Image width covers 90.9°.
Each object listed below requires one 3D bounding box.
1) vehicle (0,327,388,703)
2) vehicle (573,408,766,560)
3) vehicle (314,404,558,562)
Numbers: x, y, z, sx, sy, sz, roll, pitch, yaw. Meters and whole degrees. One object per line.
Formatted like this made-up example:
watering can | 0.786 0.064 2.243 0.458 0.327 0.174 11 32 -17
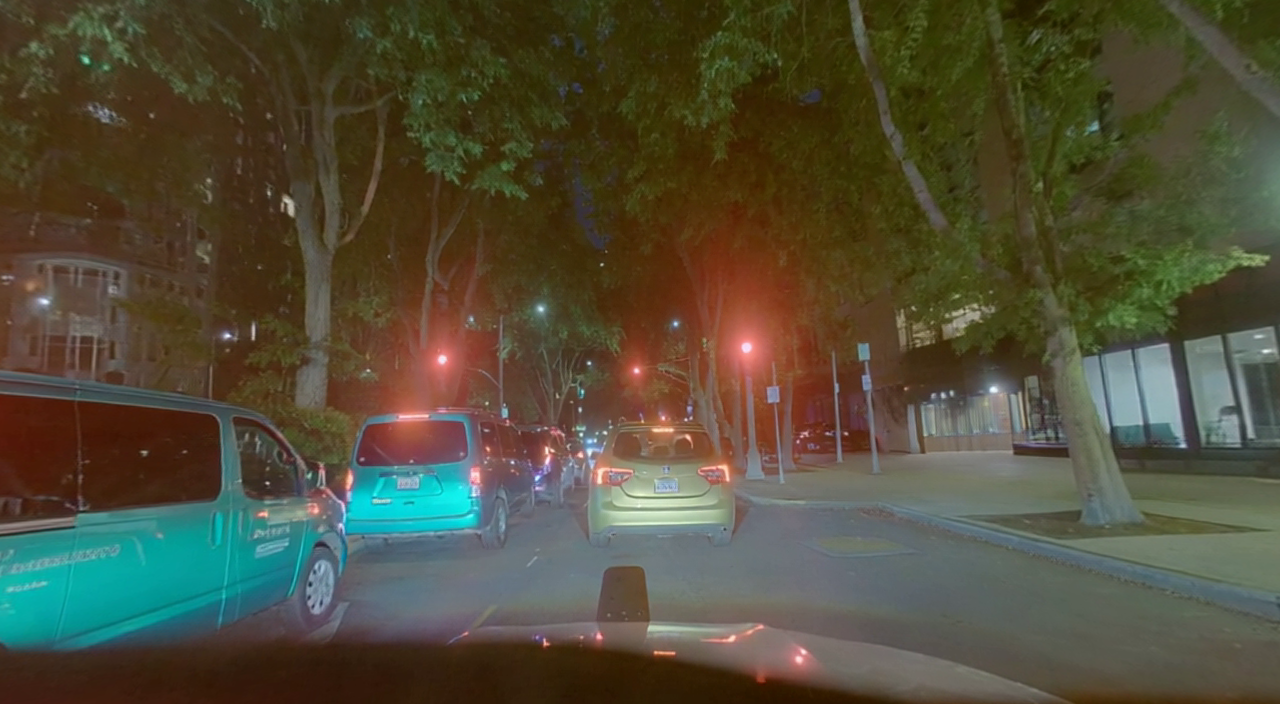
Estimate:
vehicle | -3.172 0.980 3.485 1.940 1.722 3.823 0 -8 0
vehicle | 0.360 1.810 9.260 2.205 1.727 3.917 0 -8 1
vehicle | -2.650 1.842 9.610 2.124 1.799 4.587 0 -8 1
